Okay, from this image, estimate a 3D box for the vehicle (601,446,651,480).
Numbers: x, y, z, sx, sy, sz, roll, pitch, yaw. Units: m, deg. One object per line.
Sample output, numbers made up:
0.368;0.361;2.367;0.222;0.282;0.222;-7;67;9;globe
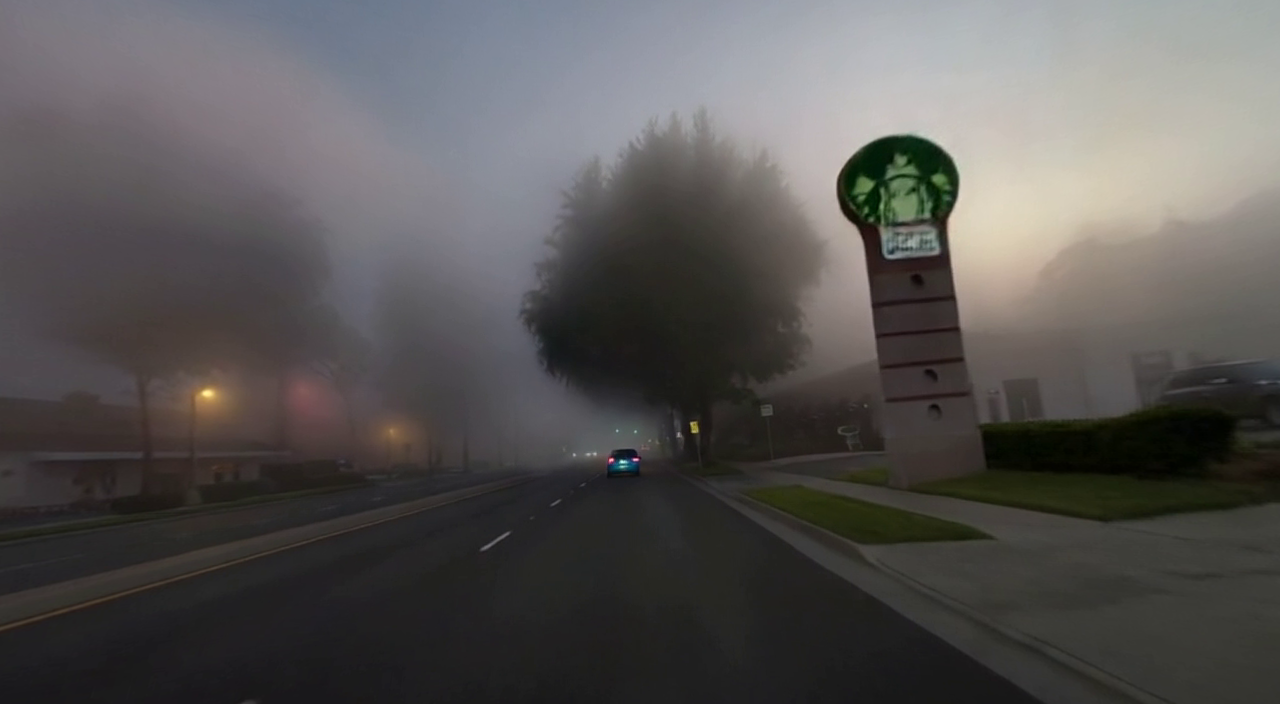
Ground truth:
-0.605;5.157;29.703;2.156;1.462;4.495;0;-8;0;vehicle
